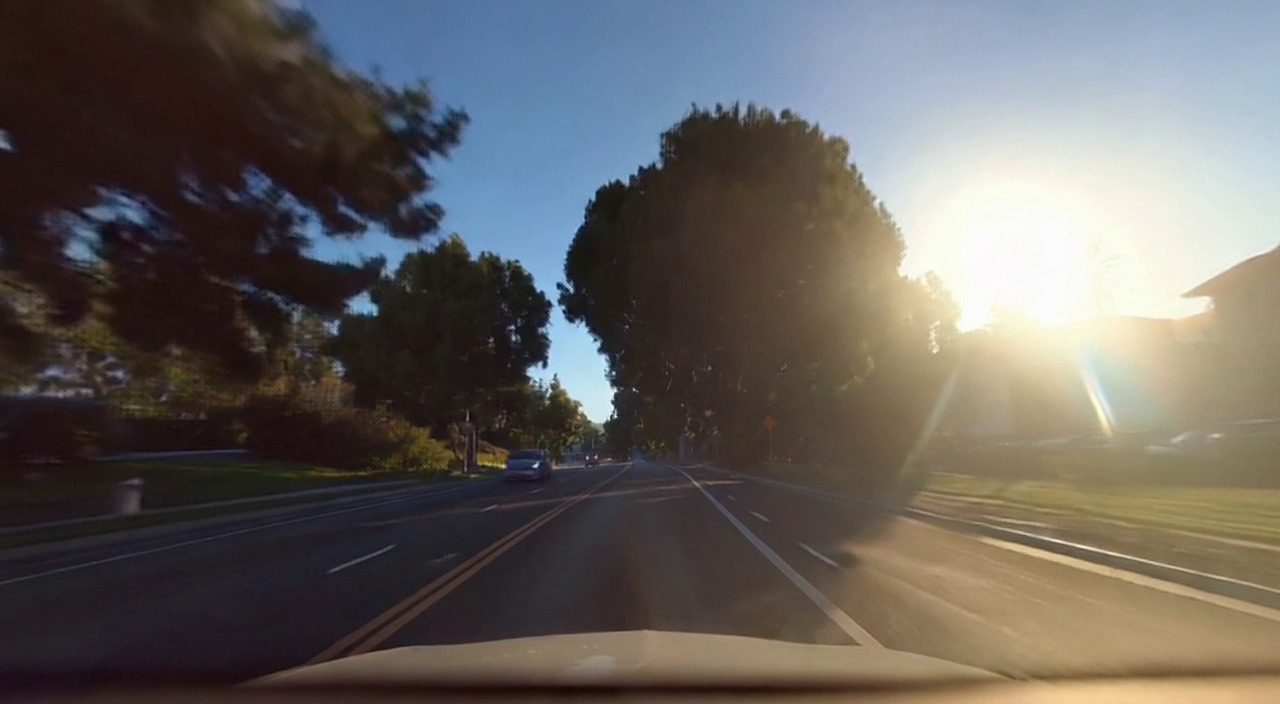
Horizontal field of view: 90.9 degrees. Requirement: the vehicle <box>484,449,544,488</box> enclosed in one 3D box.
[{"bbox_3d":[-5.445,5.053,27.704,1.816,1.543,3.931,-1,-8,0],"label":"vehicle"}]
